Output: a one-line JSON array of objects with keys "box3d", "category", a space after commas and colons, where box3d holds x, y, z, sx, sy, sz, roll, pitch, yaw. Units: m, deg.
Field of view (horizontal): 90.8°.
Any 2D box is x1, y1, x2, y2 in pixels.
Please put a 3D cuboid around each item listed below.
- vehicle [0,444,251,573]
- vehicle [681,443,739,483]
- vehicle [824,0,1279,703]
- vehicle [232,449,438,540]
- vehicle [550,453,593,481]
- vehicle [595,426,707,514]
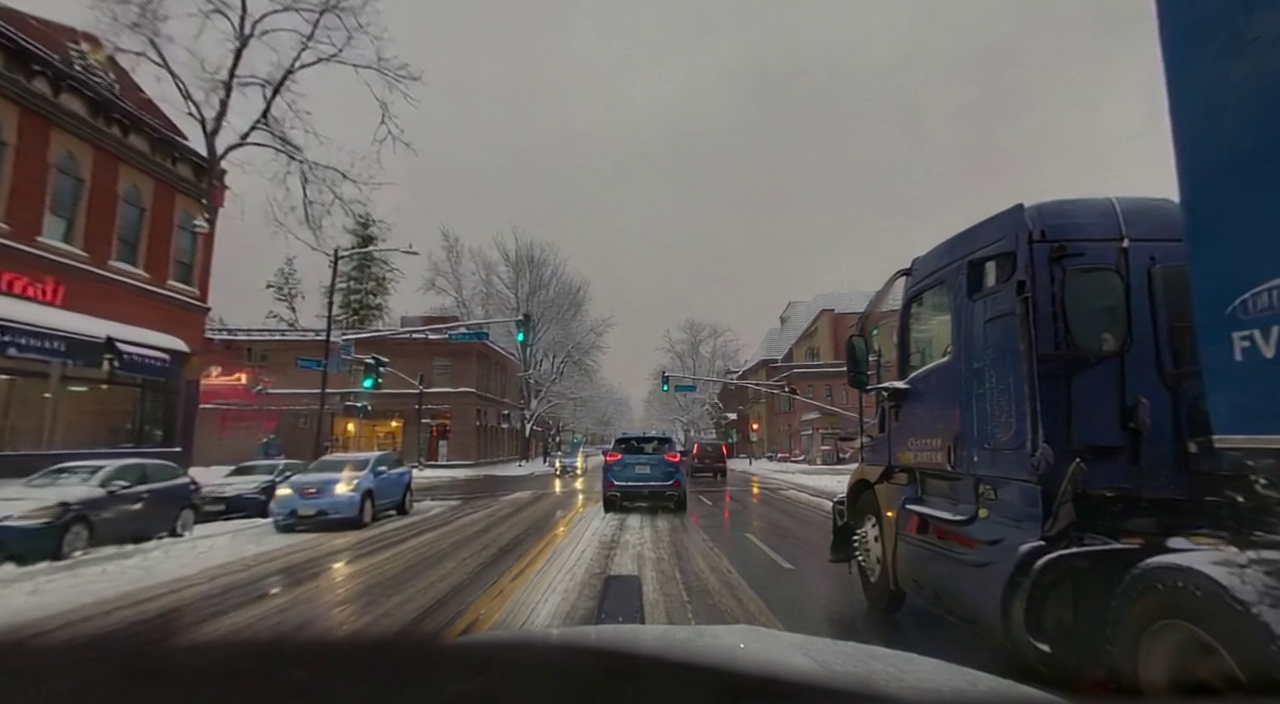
[{"box3d": [-8.960, 2.405, 10.607, 2.084, 1.686, 4.422, 0, -8, -2], "category": "vehicle"}, {"box3d": [3.215, 5.190, 29.833, 2.159, 1.696, 4.316, 0, -8, -1], "category": "vehicle"}, {"box3d": [3.313, -0.293, 1.070, 2.913, 3.771, 9.716, 0, -8, -1], "category": "vehicle"}, {"box3d": [-5.827, 2.724, 12.877, 1.947, 1.462, 4.640, 0, -8, -1], "category": "vehicle"}, {"box3d": [-3.995, 6.778, 37.573, 2.152, 1.459, 4.484, 0, -8, 0], "category": "vehicle"}, {"box3d": [0.265, 2.773, 15.315, 2.283, 1.783, 4.548, 0, -8, 1], "category": "vehicle"}]
